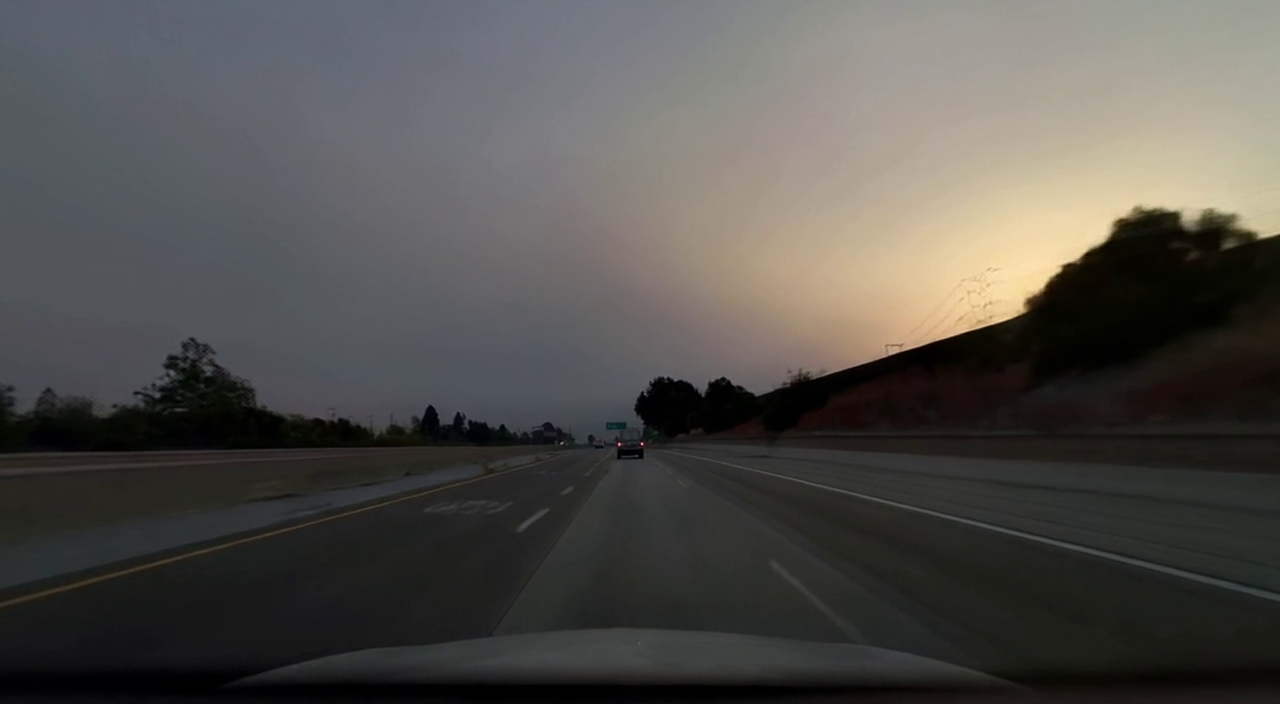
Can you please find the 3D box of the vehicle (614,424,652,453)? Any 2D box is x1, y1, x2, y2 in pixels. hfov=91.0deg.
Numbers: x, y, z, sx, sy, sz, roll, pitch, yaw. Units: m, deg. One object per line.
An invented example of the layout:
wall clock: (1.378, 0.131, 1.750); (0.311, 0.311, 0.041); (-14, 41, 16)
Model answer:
vehicle: (-0.491, 5.309, 38.701); (2.157, 1.647, 4.524); (0, -8, -3)
